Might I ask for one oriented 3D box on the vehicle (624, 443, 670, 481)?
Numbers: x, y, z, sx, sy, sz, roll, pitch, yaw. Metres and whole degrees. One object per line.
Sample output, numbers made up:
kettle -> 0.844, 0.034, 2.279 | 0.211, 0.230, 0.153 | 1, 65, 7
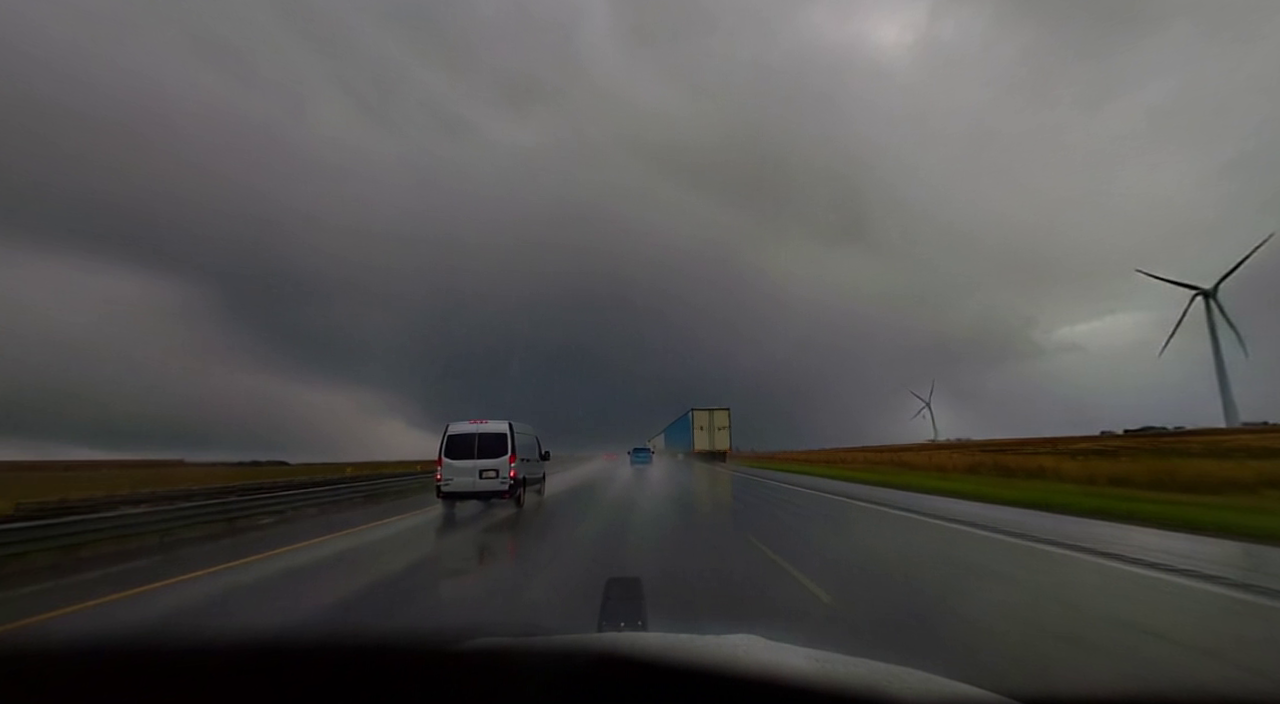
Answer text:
vehicle -> 0.302, 5.332, 30.770 | 2.083, 1.689, 4.083 | 0, -9, 0

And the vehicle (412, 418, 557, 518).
vehicle -> -3.428, 2.692, 15.010 | 2.238, 1.984, 4.650 | 0, -9, 0

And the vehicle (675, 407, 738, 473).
vehicle -> 4.474, 6.494, 45.813 | 2.907, 4.047, 14.418 | 0, -9, 0
